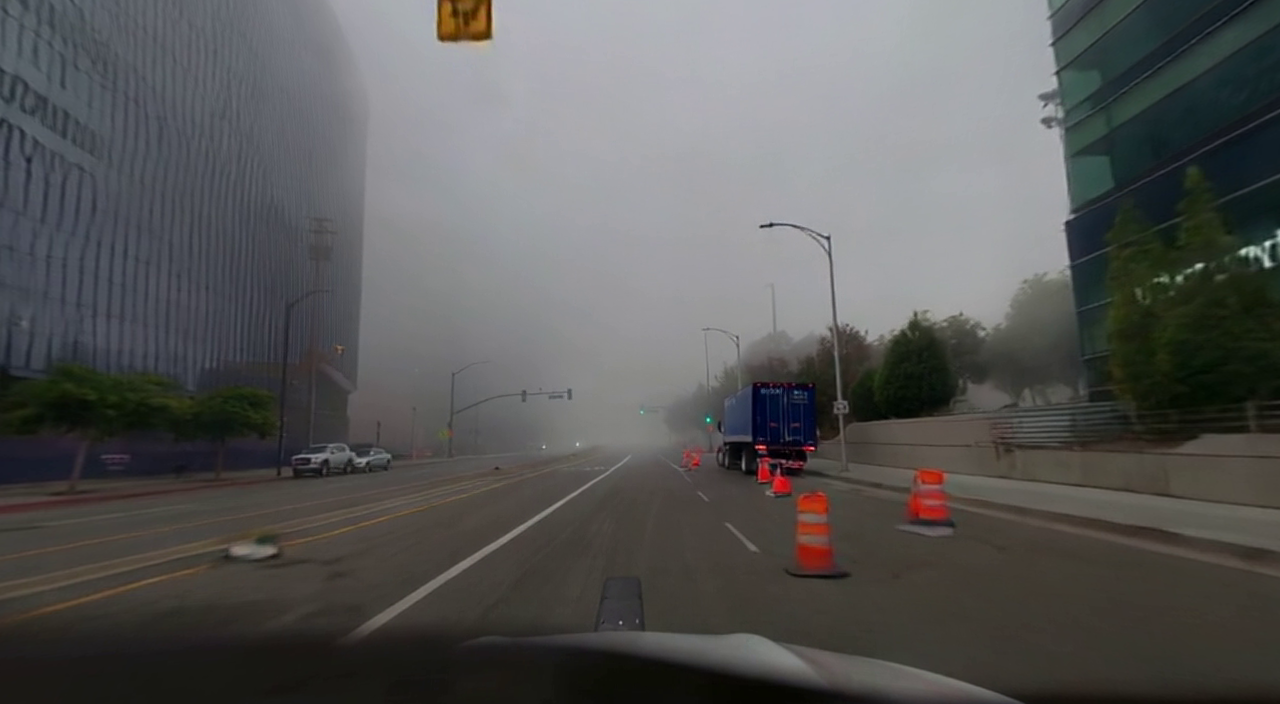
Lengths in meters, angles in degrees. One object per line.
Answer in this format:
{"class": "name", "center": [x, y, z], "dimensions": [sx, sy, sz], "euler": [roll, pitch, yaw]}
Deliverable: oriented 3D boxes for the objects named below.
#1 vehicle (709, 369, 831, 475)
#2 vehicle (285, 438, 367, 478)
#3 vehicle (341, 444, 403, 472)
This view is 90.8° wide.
{"class": "vehicle", "center": [5.371, 3.305, 28.450], "dimensions": [3.176, 3.913, 9.805], "euler": [0, -8, -1]}
{"class": "vehicle", "center": [-16.888, 5.700, 34.277], "dimensions": [1.937, 1.984, 4.928], "euler": [0, -8, 0]}
{"class": "vehicle", "center": [-16.914, 6.686, 40.138], "dimensions": [1.925, 1.665, 4.893], "euler": [0, -8, -1]}
